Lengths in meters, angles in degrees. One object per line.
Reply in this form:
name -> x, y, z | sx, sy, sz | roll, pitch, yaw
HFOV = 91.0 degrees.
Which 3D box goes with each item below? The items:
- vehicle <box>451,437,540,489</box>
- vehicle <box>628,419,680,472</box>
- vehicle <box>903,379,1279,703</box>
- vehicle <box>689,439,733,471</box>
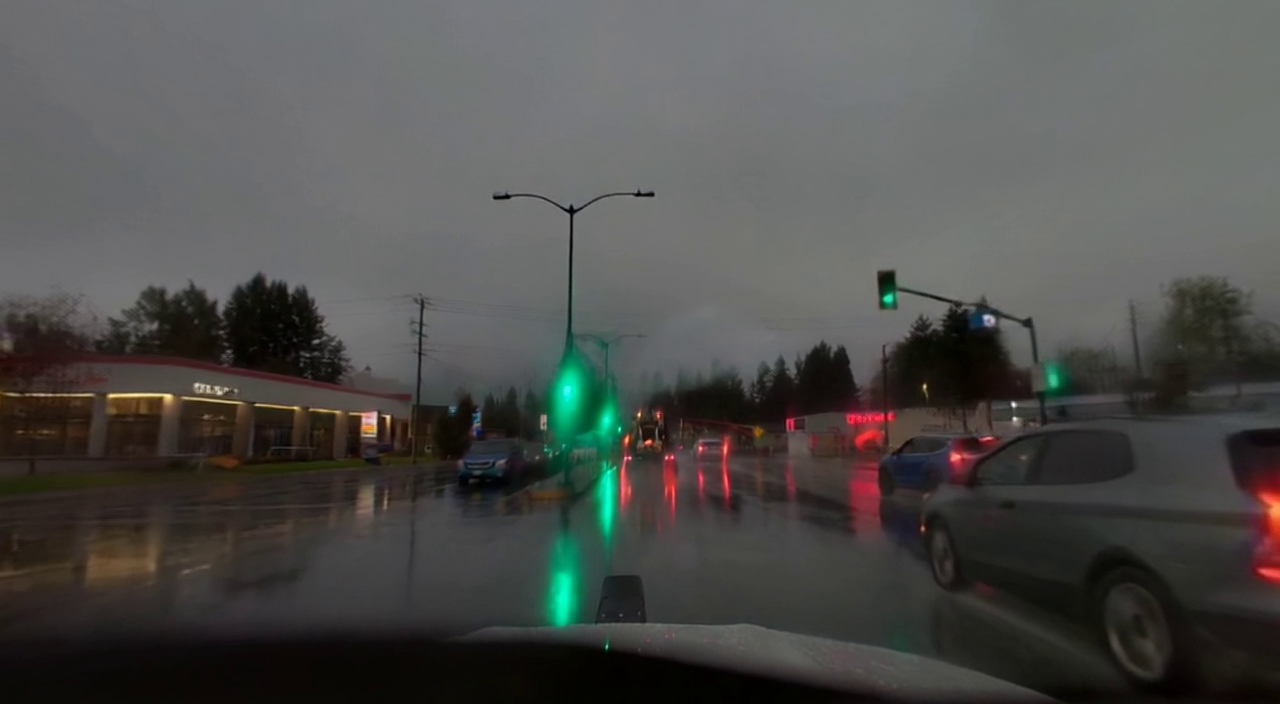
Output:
vehicle -> -4.633, 3.610, 20.916 | 2.001, 1.518, 4.316 | 0, -8, -1
vehicle -> 0.663, 4.854, 32.931 | 2.370, 2.518, 3.858 | -1, -7, -3
vehicle -> 3.602, 1.156, 4.151 | 2.025, 1.618, 3.949 | 0, -8, 0
vehicle -> 4.072, 5.942, 36.720 | 2.025, 1.754, 4.311 | 0, -8, -1
